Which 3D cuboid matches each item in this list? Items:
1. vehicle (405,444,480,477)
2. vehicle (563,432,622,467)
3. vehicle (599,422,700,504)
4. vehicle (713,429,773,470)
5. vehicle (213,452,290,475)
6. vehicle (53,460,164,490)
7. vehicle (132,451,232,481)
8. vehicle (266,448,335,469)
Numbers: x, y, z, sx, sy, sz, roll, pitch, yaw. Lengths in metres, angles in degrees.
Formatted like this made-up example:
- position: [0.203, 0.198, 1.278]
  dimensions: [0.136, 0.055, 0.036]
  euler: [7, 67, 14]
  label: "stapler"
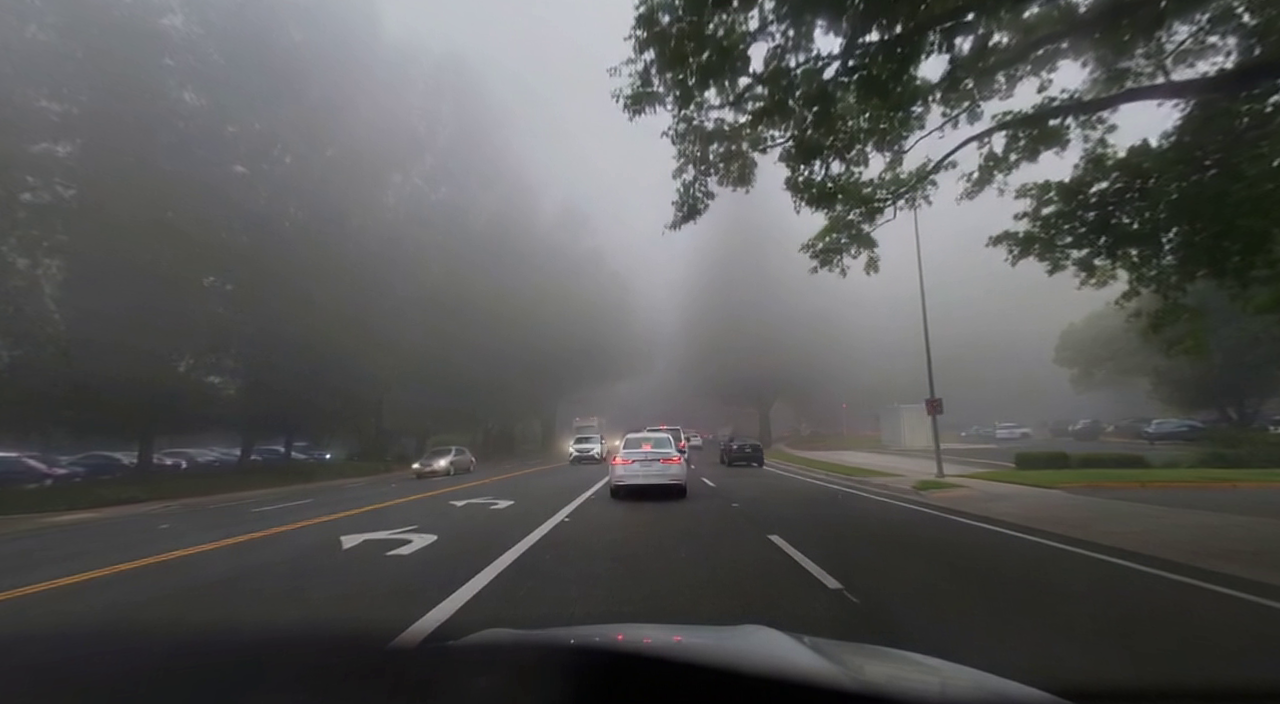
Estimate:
- position: [-9.346, 5.140, 30.224]
  dimensions: [1.909, 1.471, 4.502]
  euler: [-1, -8, 3]
  label: "vehicle"
- position: [-2.515, 5.343, 34.798]
  dimensions: [2.057, 1.786, 4.725]
  euler: [-2, -8, 11]
  label: "vehicle"
- position: [0.220, 2.678, 15.630]
  dimensions: [2.154, 1.710, 4.128]
  euler: [-1, -8, 1]
  label: "vehicle"
- position: [4.832, 4.626, 30.158]
  dimensions: [2.155, 1.786, 4.459]
  euler: [-1, -8, 1]
  label: "vehicle"
- position: [-26.604, 7.646, 43.212]
  dimensions: [4.260, 1.498, 1.769]
  euler: [-2, -8, 10]
  label: "vehicle"
- position: [-27.883, 6.444, 33.160]
  dimensions: [4.391, 1.442, 1.763]
  euler: [-1, -8, 5]
  label: "vehicle"
- position: [-27.735, 6.905, 38.257]
  dimensions: [4.743, 1.671, 1.842]
  euler: [-1, -8, 4]
  label: "vehicle"
- position: [-26.117, 8.213, 48.558]
  dimensions: [4.398, 1.532, 1.769]
  euler: [-2, -8, 8]
  label: "vehicle"
